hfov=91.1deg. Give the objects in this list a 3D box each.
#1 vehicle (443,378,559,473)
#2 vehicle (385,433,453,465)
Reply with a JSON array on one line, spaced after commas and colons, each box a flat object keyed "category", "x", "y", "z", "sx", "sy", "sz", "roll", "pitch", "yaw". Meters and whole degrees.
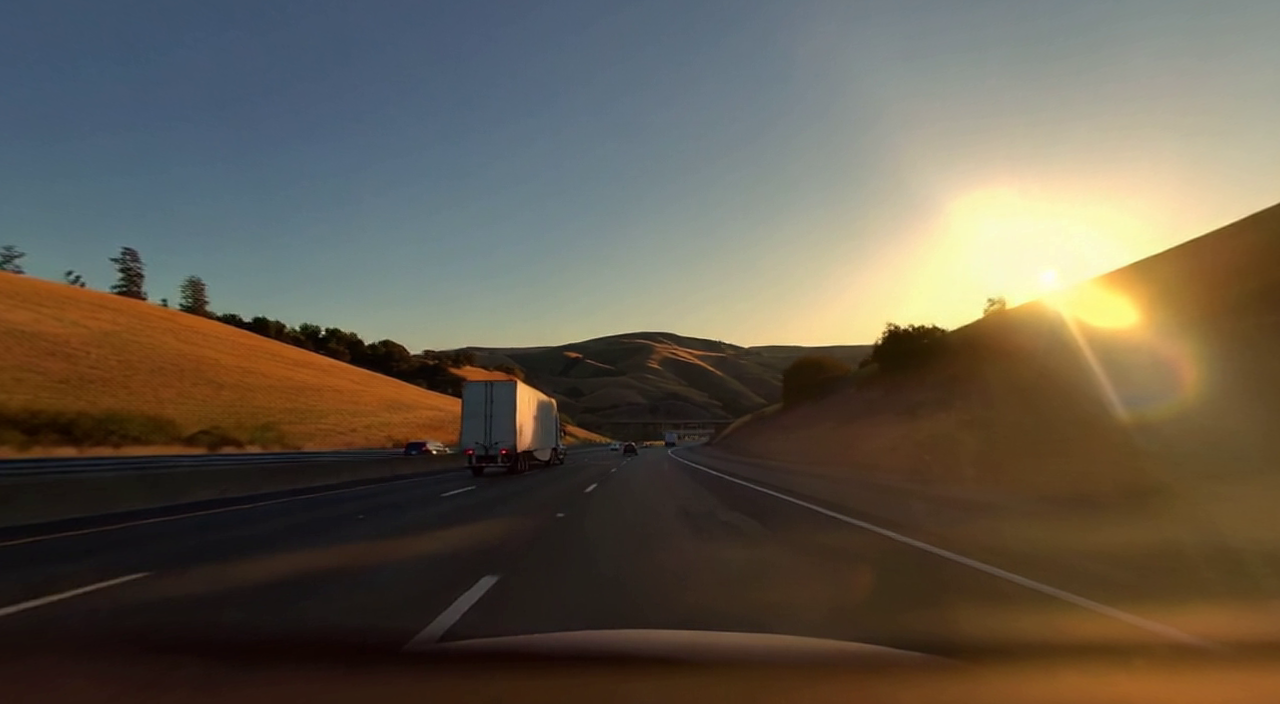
[{"category": "vehicle", "x": -6.332, "y": 3.774, "z": 31.040, "sx": 2.981, "sy": 3.860, "sz": 11.022, "roll": 0, "pitch": -8, "yaw": 1}, {"category": "vehicle", "x": -13.783, "y": 6.098, "z": 39.563, "sx": 2.130, "sy": 1.828, "sz": 5.523, "roll": 0, "pitch": -8, "yaw": 1}]
